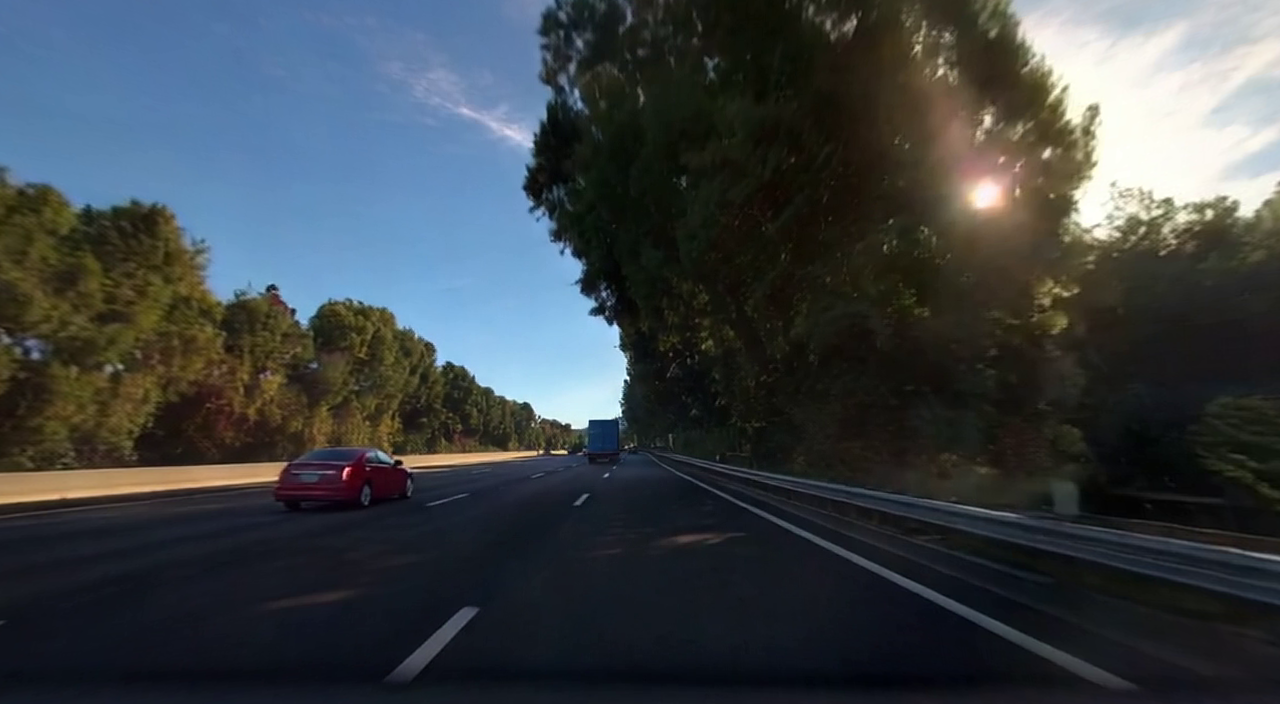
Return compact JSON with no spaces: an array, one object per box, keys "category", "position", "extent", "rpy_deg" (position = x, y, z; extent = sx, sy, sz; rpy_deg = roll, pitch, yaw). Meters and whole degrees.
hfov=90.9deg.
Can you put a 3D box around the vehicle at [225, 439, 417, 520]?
[{"category":"vehicle","position":[-6.876,2.780,14.279],"extent":[1.938,1.507,4.557],"rpy_deg":[0,-9,0]}]
